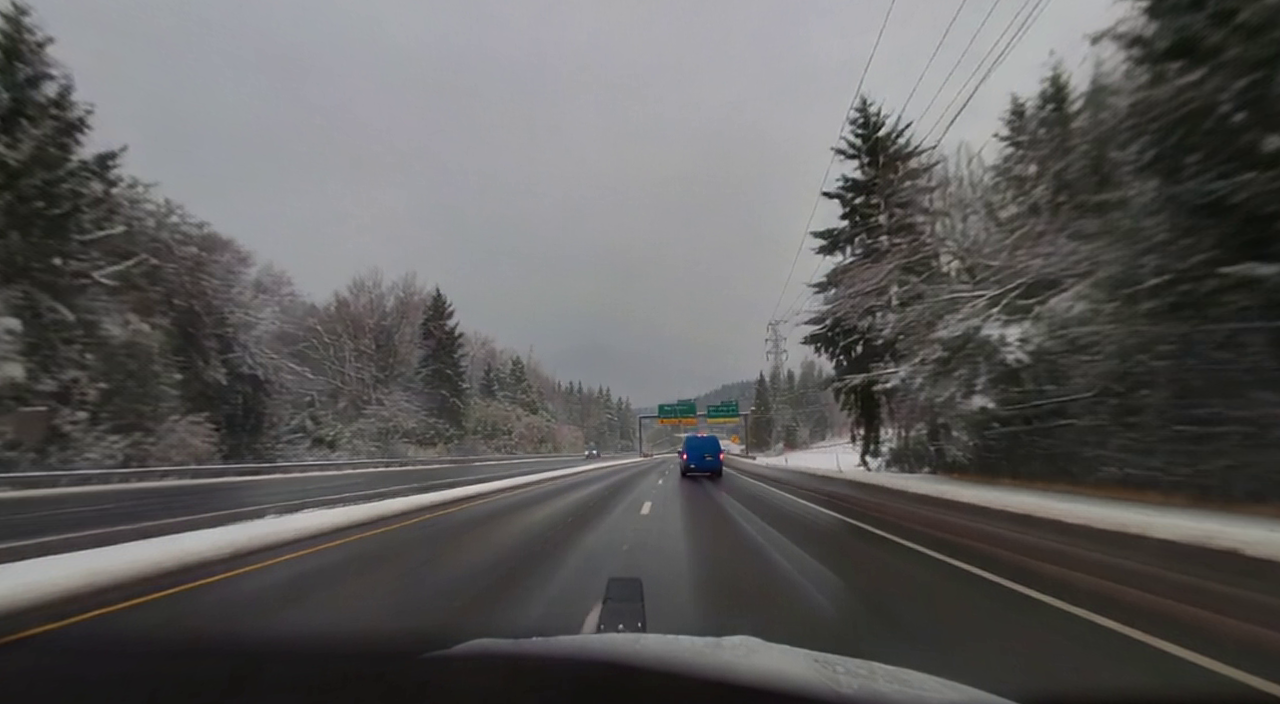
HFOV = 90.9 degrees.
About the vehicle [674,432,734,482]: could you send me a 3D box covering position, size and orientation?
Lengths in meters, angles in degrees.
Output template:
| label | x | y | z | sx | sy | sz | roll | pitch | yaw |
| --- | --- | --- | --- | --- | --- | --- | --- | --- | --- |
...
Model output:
| label | x | y | z | sx | sy | sz | roll | pitch | yaw |
| --- | --- | --- | --- | --- | --- | --- | --- | --- | --- |
| vehicle | 2.662 | 4.547 | 27.416 | 2.261 | 1.969 | 5.104 | 0 | -9 | 3 |
